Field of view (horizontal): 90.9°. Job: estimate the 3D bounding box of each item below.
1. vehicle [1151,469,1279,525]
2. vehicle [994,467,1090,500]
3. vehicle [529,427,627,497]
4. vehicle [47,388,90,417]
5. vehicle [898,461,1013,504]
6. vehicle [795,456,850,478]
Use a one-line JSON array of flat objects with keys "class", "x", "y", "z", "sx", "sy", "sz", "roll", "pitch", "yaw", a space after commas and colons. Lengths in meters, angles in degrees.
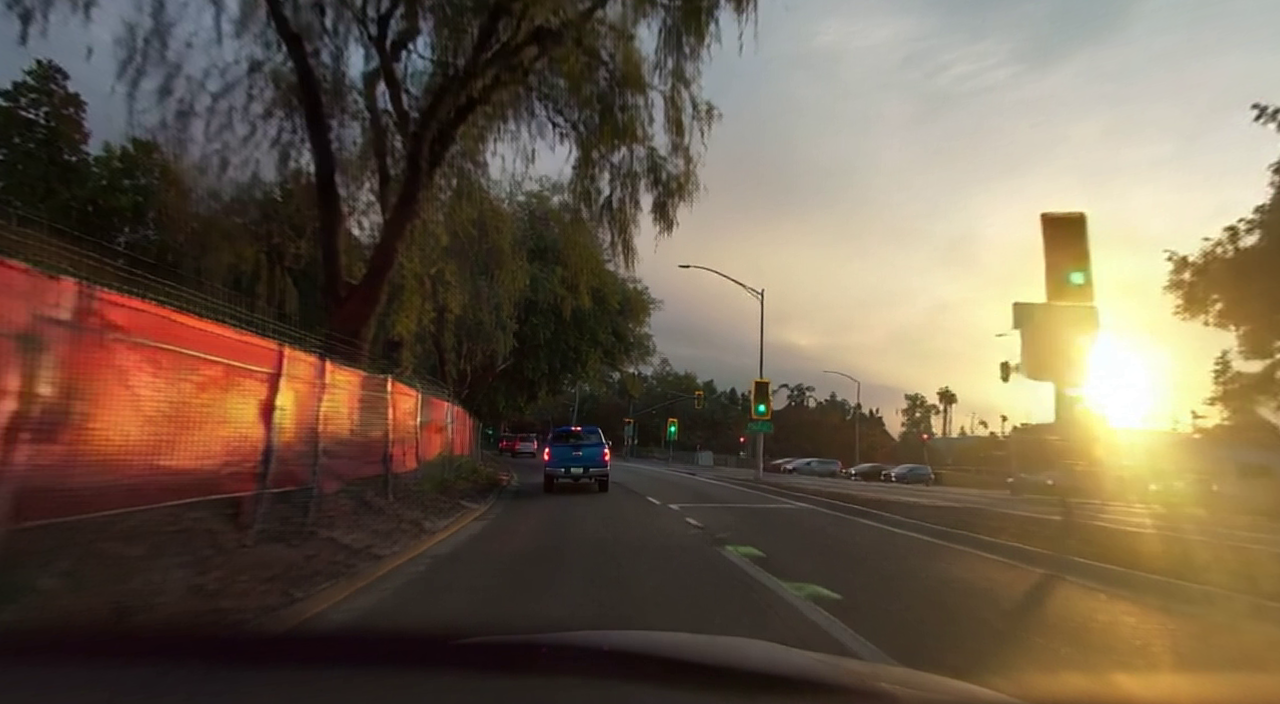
[{"class": "vehicle", "x": 23.260, "y": 5.548, "z": 24.589, "sx": 1.938, "sy": 1.781, "sz": 5.078, "roll": 1, "pitch": -9, "yaw": -8}, {"class": "vehicle", "x": 21.748, "y": 7.128, "z": 34.375, "sx": 1.805, "sy": 1.494, "sz": 4.362, "roll": 1, "pitch": -9, "yaw": -11}, {"class": "vehicle", "x": -1.834, "y": 3.137, "z": 18.467, "sx": 2.436, "sy": 1.698, "sz": 5.322, "roll": 1, "pitch": -8, "yaw": -6}, {"class": "vehicle", "x": -40.128, "y": 3.602, "z": 44.393, "sx": 1.907, "sy": 1.637, "sz": 5.187, "roll": 10, "pitch": -13, "yaw": -39}, {"class": "vehicle", "x": 13.063, "y": 5.407, "z": 26.481, "sx": 1.838, "sy": 1.494, "sz": 4.553, "roll": 1, "pitch": -9, "yaw": -11}, {"class": "vehicle", "x": 14.161, "y": 8.924, "z": 49.245, "sx": 1.884, "sy": 1.622, "sz": 4.485, "roll": 3, "pitch": -10, "yaw": -17}]
